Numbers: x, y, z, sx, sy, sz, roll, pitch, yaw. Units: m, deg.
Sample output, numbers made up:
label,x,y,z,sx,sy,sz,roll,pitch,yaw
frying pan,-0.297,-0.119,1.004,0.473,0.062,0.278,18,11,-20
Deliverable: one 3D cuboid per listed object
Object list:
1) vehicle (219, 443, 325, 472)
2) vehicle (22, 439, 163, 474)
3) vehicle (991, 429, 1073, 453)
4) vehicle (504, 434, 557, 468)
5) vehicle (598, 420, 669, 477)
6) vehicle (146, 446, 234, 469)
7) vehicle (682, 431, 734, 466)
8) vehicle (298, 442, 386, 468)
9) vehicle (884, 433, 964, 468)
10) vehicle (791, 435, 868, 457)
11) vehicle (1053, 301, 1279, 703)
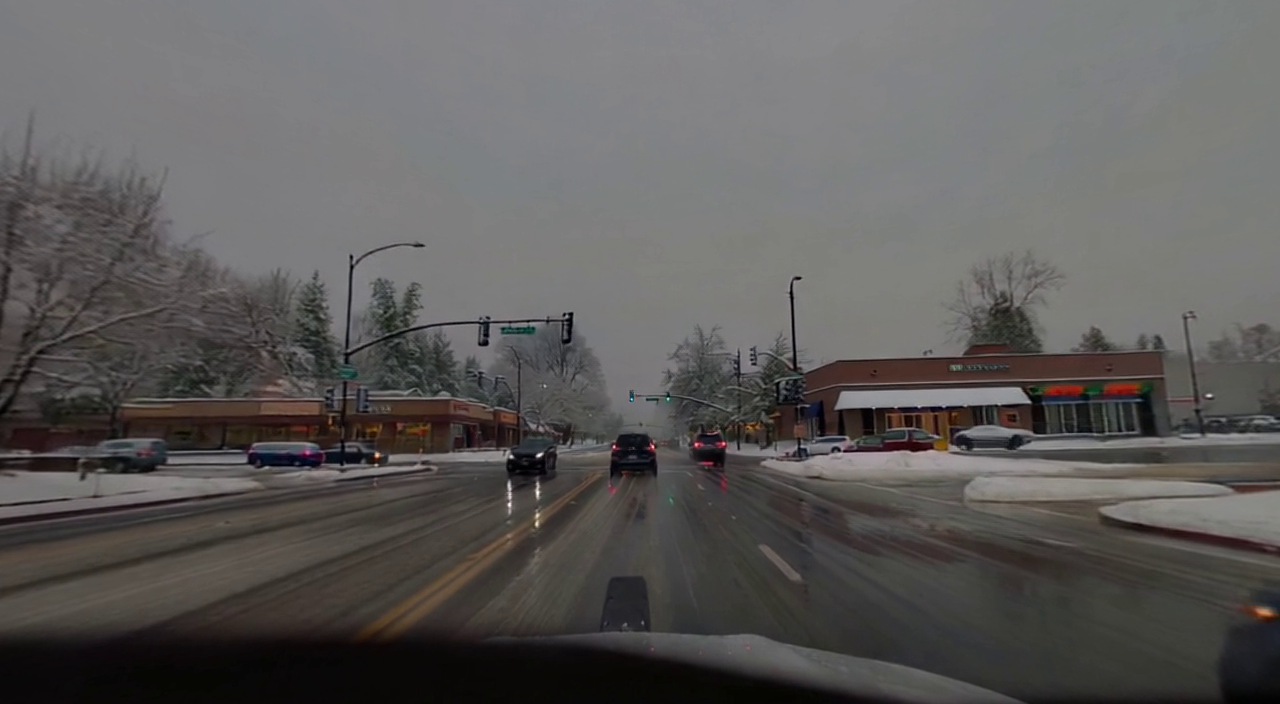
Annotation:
label,x,y,z,sx,sy,sz,roll,pitch,yaw
vehicle,-21.098,6.046,36.285,4.839,1.604,2.058,-1,-8,3
vehicle,-31.567,6.026,36.475,5.964,1.893,2.363,0,-8,1
vehicle,29.814,6.776,48.010,4.750,1.710,2.137,0,-8,-1
vehicle,-6.629,6.054,38.713,2.335,1.909,4.593,0,-8,1
vehicle,-0.247,3.982,26.127,2.638,2.065,5.313,0,-8,0
vehicle,-30.789,7.215,43.220,4.466,1.527,2.028,0,-8,2
vehicle,3.640,5.294,34.591,2.276,1.787,4.630,0,-8,-1
vehicle,-18.762,6.500,39.792,4.561,1.531,1.990,0,-8,1
vehicle,12.778,4.397,28.204,2.002,1.427,4.436,-7,-11,40
vehicle,14.265,7.115,47.678,5.218,1.558,1.963,0,-9,-1
vehicle,3.383,0.525,0.764,2.335,1.812,5.041,0,-8,0
